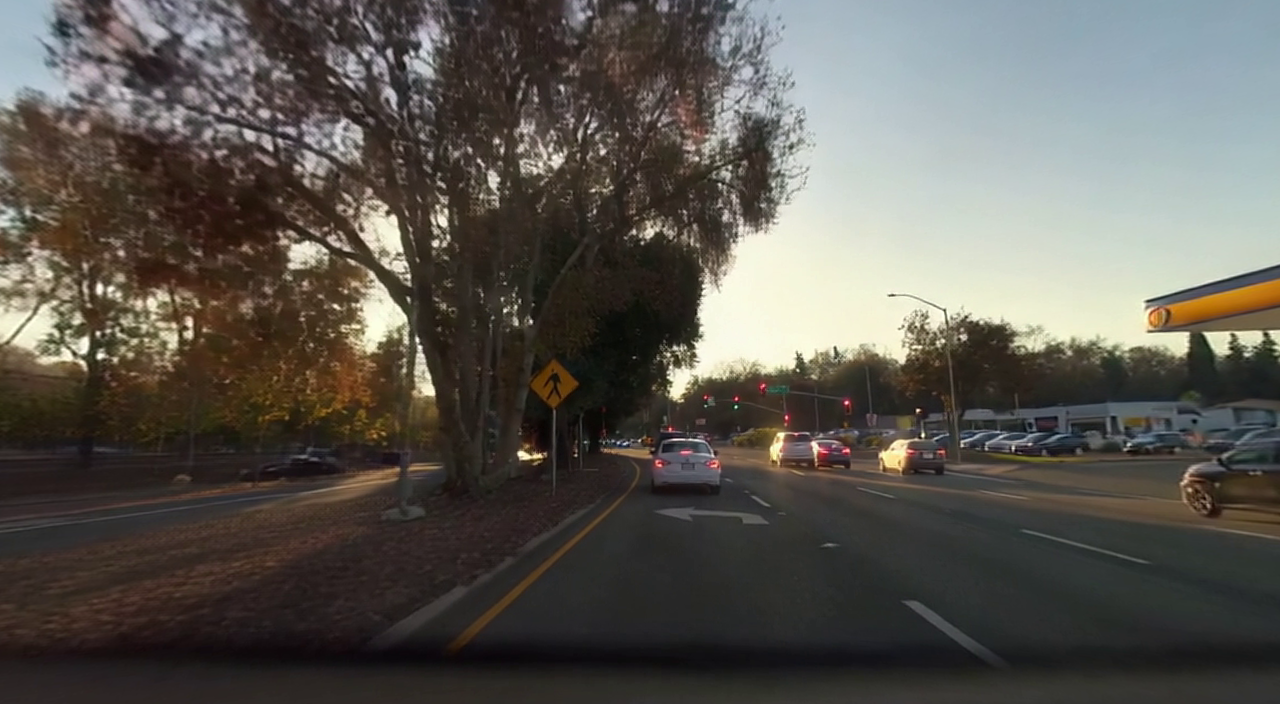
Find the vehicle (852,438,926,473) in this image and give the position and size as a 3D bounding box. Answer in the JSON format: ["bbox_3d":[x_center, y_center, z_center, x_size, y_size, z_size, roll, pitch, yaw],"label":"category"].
[{"bbox_3d":[12.142,5.097,31.109,1.976,1.584,4.516,0,-9,3],"label":"vehicle"}]

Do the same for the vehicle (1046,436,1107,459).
[{"bbox_3d":[31.318,6.890,45.329,1.914,1.563,3.672,-1,-9,5],"label":"vehicle"}]

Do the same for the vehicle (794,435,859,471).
[{"bbox_3d":[9.446,5.170,32.340,1.991,1.695,4.357,0,-9,0],"label":"vehicle"}]

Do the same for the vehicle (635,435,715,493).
[{"bbox_3d":[0.973,3.189,18.234,2.032,1.461,4.173,0,-9,2],"label":"vehicle"}]

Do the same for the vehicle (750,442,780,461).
[{"bbox_3d":[9.726,7.758,49.329,1.716,1.400,3.921,0,-9,2],"label":"vehicle"}]

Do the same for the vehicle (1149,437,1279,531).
[{"bbox_3d":[11.051,2.120,10.225,1.880,1.472,4.694,-1,-9,3],"label":"vehicle"}]
